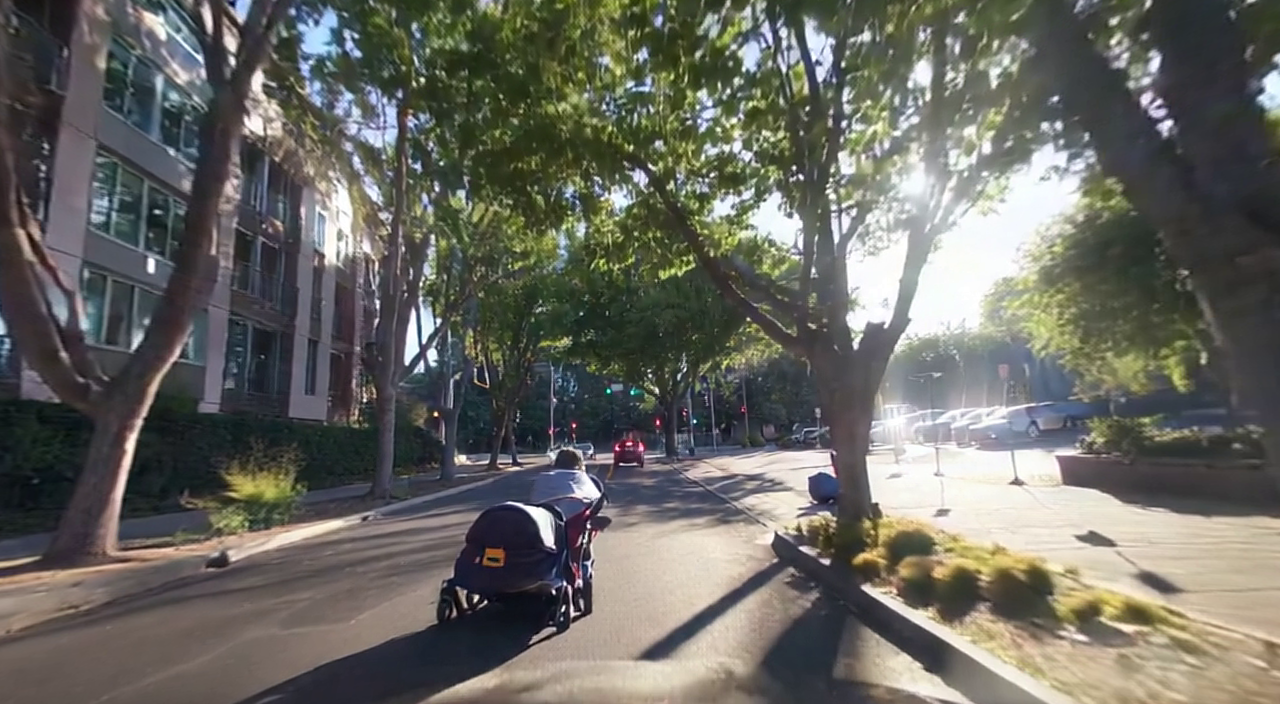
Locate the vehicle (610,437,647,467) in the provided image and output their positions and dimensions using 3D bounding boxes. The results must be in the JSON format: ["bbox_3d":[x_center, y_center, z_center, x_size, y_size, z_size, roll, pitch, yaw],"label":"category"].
[{"bbox_3d":[-0.657,6.063,38.301,2.142,1.686,3.816,-1,-8,1],"label":"vehicle"}]

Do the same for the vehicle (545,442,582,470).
[{"bbox_3d":[-4.489,6.117,37.216,1.973,1.512,3.524,0,-8,-4],"label":"vehicle"}]

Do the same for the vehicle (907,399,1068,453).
[{"bbox_3d":[11.934,2.590,21.908,4.349,1.462,1.982,-5,-8,6],"label":"vehicle"}]
